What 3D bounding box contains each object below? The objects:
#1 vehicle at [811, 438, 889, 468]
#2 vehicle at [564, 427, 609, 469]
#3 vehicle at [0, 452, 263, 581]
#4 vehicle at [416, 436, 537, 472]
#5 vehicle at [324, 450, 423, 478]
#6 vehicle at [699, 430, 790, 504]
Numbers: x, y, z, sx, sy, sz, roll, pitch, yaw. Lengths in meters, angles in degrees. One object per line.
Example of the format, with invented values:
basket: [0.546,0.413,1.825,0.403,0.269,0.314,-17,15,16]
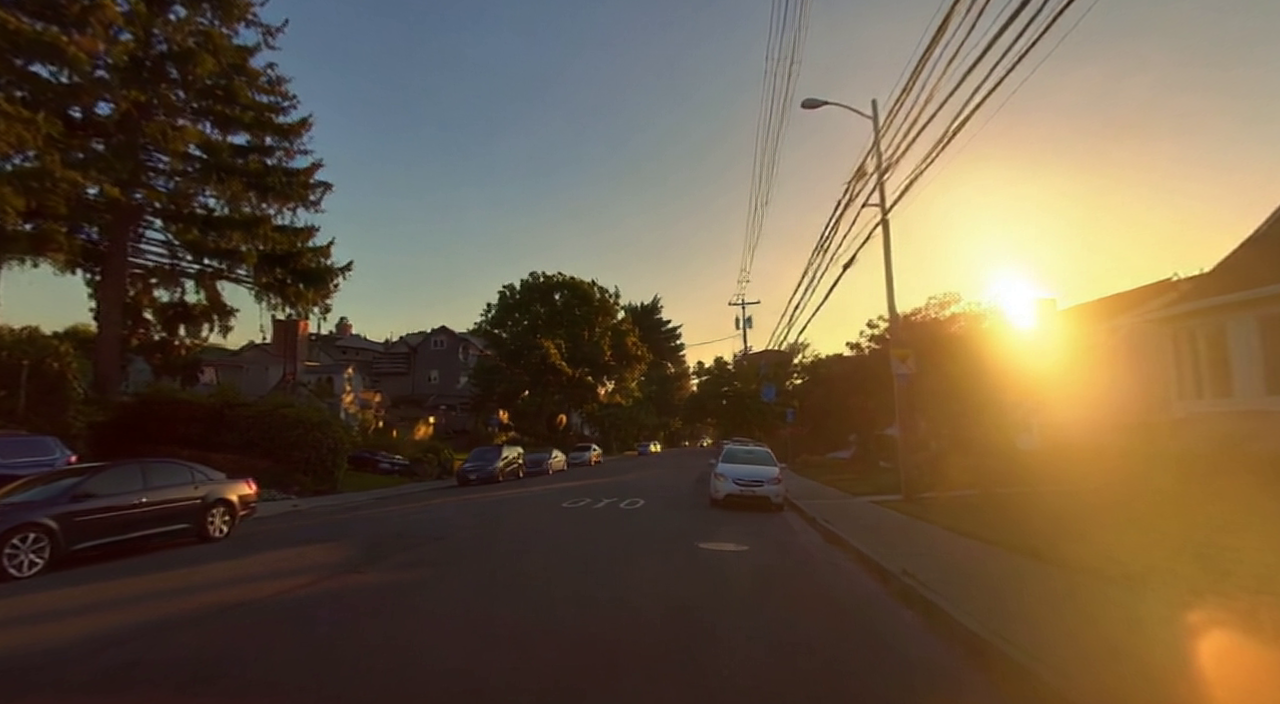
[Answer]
vehicle: [12.399,5.991,37.568,4.075,1.674,1.811,-1,-9,8]
vehicle: [-3.883,7.192,47.269,2.199,2.902,5.848,-1,-9,7]
vehicle: [-8.180,2.240,9.370,1.968,1.449,4.502,-1,-9,8]
vehicle: [-9.585,6.011,37.360,6.488,2.009,2.354,-1,-9,7]
vehicle: [-14.180,5.962,33.735,4.481,1.420,1.712,0,-9,3]
vehicle: [2.478,2.706,15.194,1.908,1.572,3.105,-1,-9,8]
